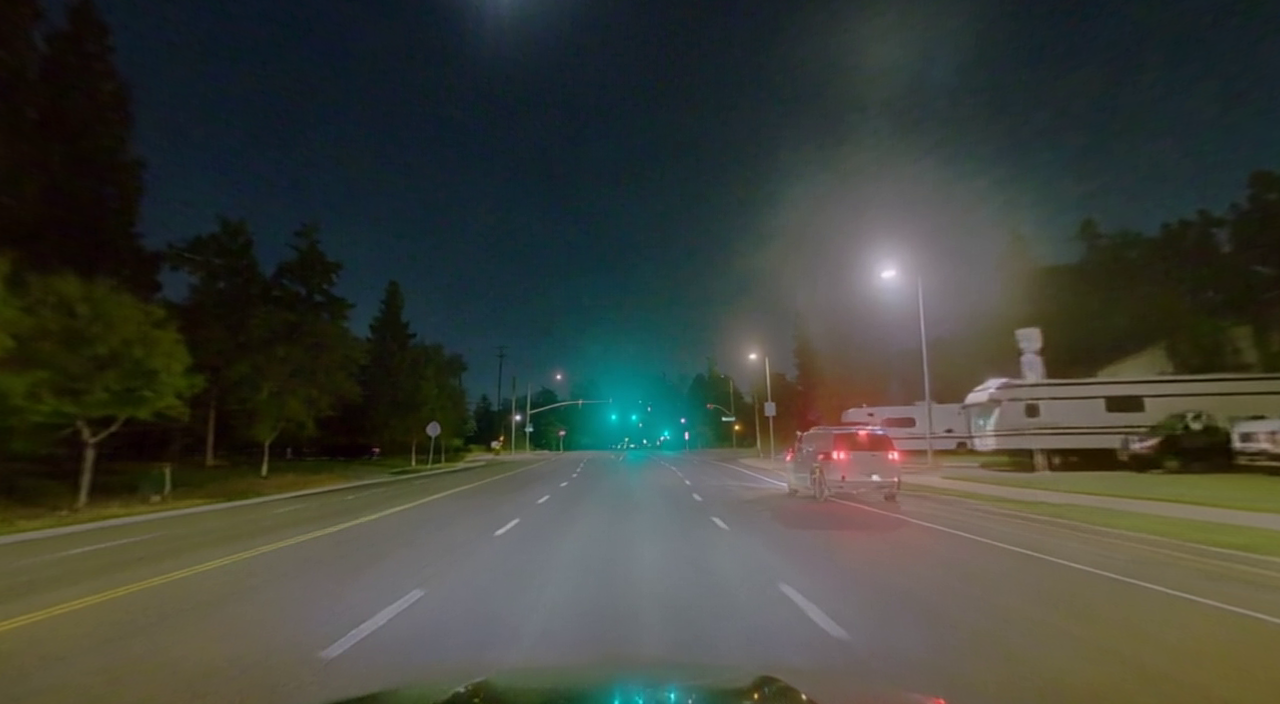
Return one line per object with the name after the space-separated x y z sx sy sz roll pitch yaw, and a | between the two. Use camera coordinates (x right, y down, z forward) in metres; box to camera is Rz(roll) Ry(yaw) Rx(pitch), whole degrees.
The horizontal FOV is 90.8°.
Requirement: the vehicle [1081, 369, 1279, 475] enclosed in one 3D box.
16.104 1.892 16.698 6.894 2.500 2.853 1 -8 -5 | vehicle

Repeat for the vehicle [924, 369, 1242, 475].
15.671 2.533 22.837 9.450 3.499 2.789 0 -8 -3 | vehicle
